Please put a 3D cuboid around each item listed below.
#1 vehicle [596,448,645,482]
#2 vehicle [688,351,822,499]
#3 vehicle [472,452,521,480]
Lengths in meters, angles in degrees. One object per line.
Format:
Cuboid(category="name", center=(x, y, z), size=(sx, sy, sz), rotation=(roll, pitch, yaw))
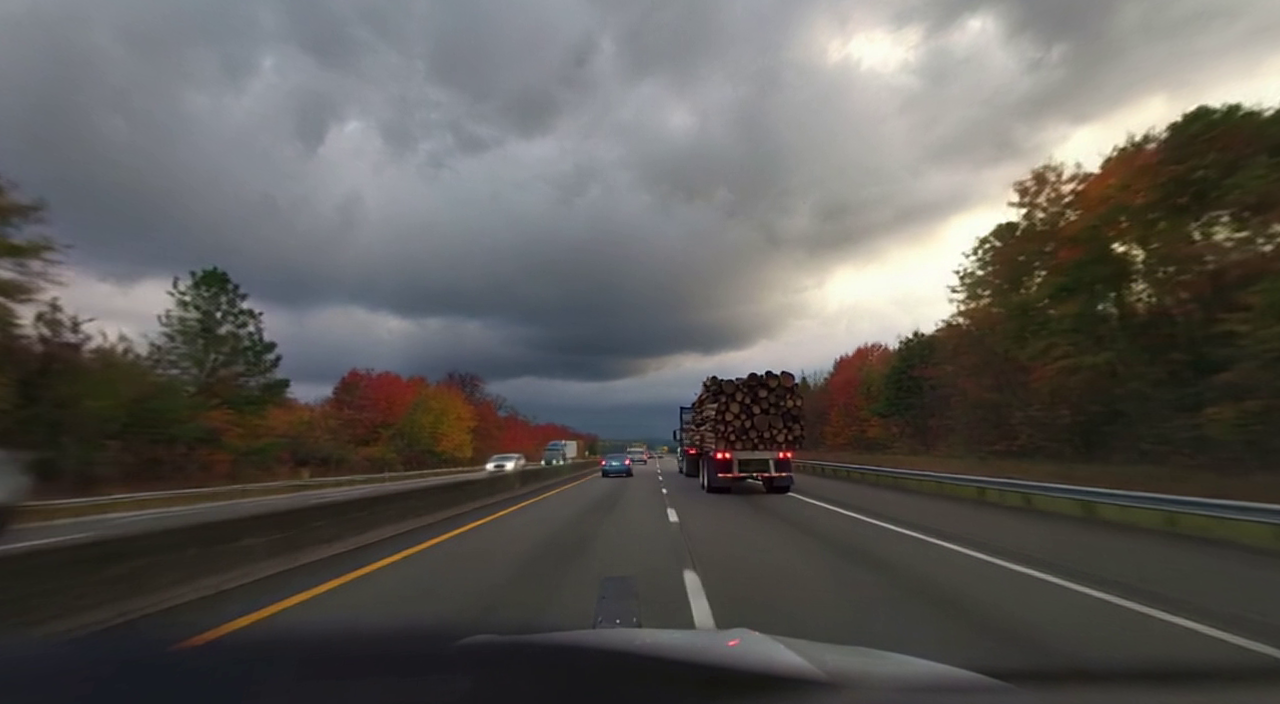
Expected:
Cuboid(category="vehicle", center=(-0.849, 5.352, 29.997), size=(2.099, 1.506, 4.097), rotation=(-1, -9, 2))
Cuboid(category="vehicle", center=(3.354, 2.559, 20.860), size=(3.004, 3.923, 8.363), rotation=(-1, -9, 1))
Cuboid(category="vehicle", center=(-9.083, 7.202, 40.014), size=(1.946, 1.628, 4.553), rotation=(-1, -9, 2))
